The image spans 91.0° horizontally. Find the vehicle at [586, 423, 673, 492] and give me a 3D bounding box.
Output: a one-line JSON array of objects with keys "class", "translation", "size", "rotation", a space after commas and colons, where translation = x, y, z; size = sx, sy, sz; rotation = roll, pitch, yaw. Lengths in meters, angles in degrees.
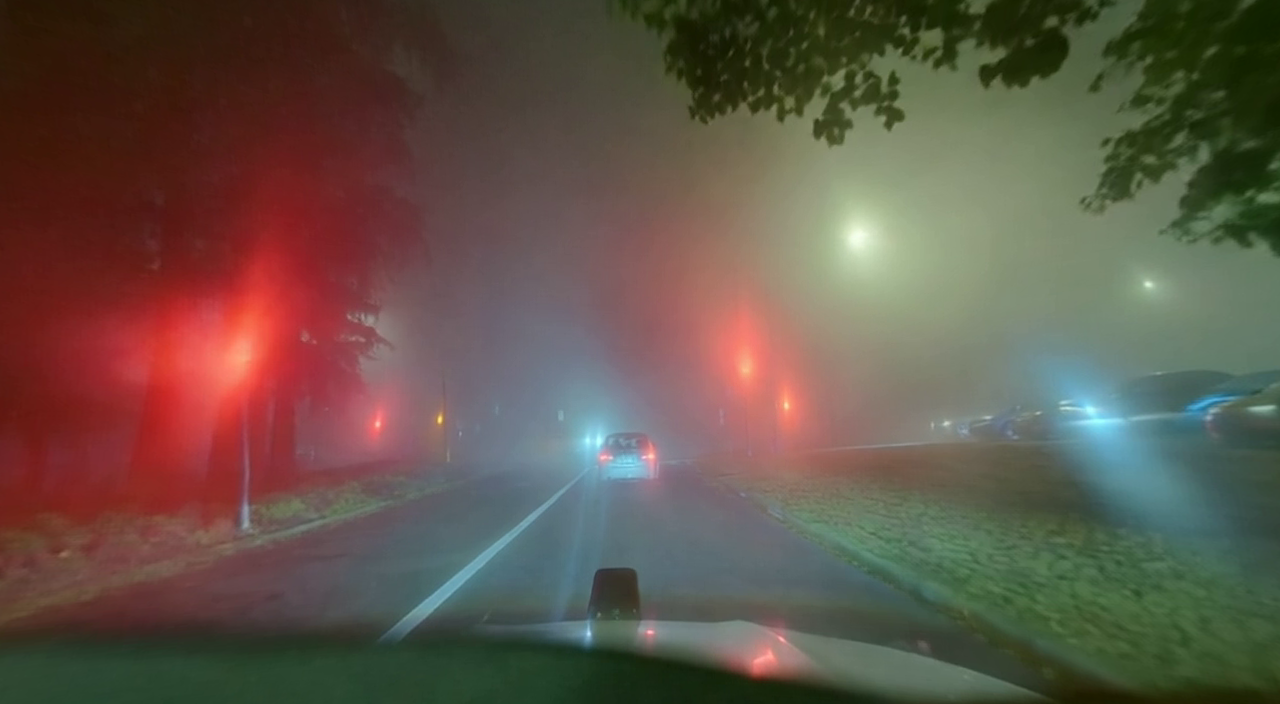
[{"class": "vehicle", "translation": [-0.242, 2.876, 17.495], "size": [2.142, 1.686, 3.816], "rotation": [0, -8, 1]}]

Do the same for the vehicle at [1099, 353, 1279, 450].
[{"class": "vehicle", "translation": [12.743, 1.080, 13.258], "size": [4.350, 1.867, 2.091], "rotation": [-1, -7, 6]}]
